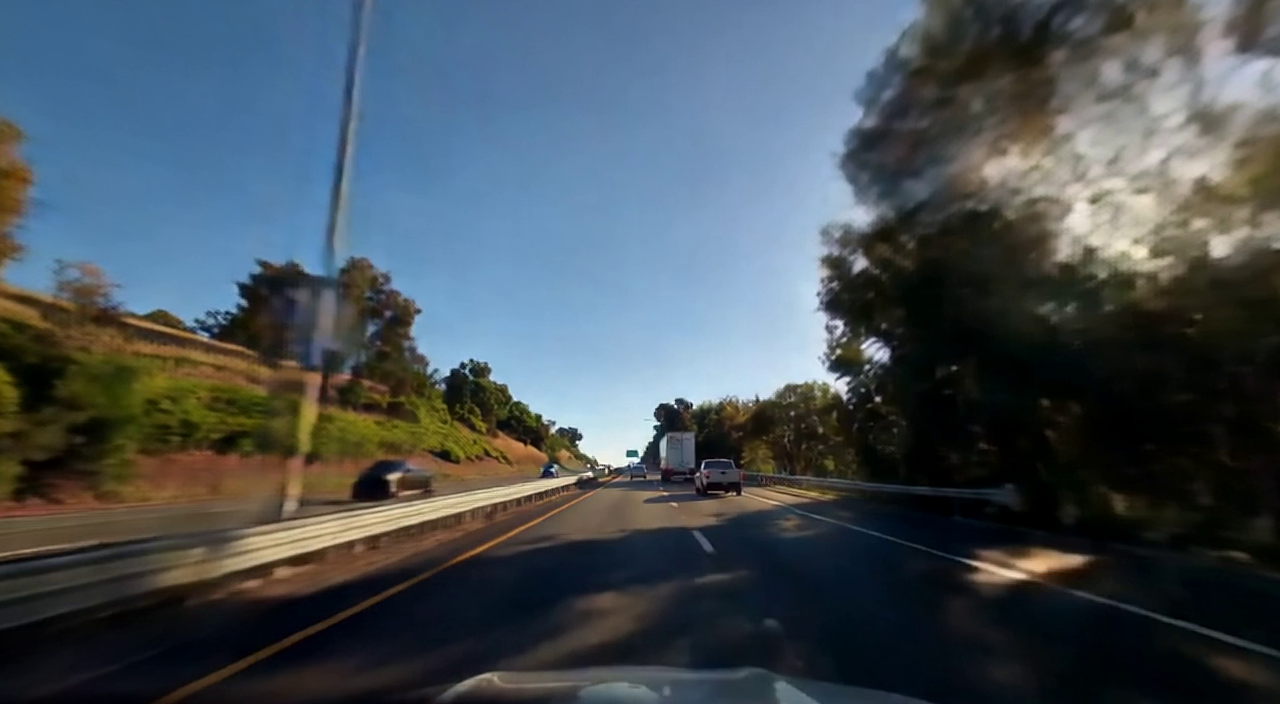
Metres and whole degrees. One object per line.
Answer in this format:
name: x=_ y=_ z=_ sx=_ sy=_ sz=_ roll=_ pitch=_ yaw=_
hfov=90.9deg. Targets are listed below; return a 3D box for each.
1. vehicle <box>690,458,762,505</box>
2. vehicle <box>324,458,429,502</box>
vehicle: x=3.299 y=5.136 z=25.195 sx=2.124 sy=1.662 sz=4.641 roll=1 pitch=-10 yaw=-1
vehicle: x=-10.354 y=5.061 z=25.175 sx=2.228 sy=1.550 sz=4.490 roll=1 pitch=-10 yaw=0
